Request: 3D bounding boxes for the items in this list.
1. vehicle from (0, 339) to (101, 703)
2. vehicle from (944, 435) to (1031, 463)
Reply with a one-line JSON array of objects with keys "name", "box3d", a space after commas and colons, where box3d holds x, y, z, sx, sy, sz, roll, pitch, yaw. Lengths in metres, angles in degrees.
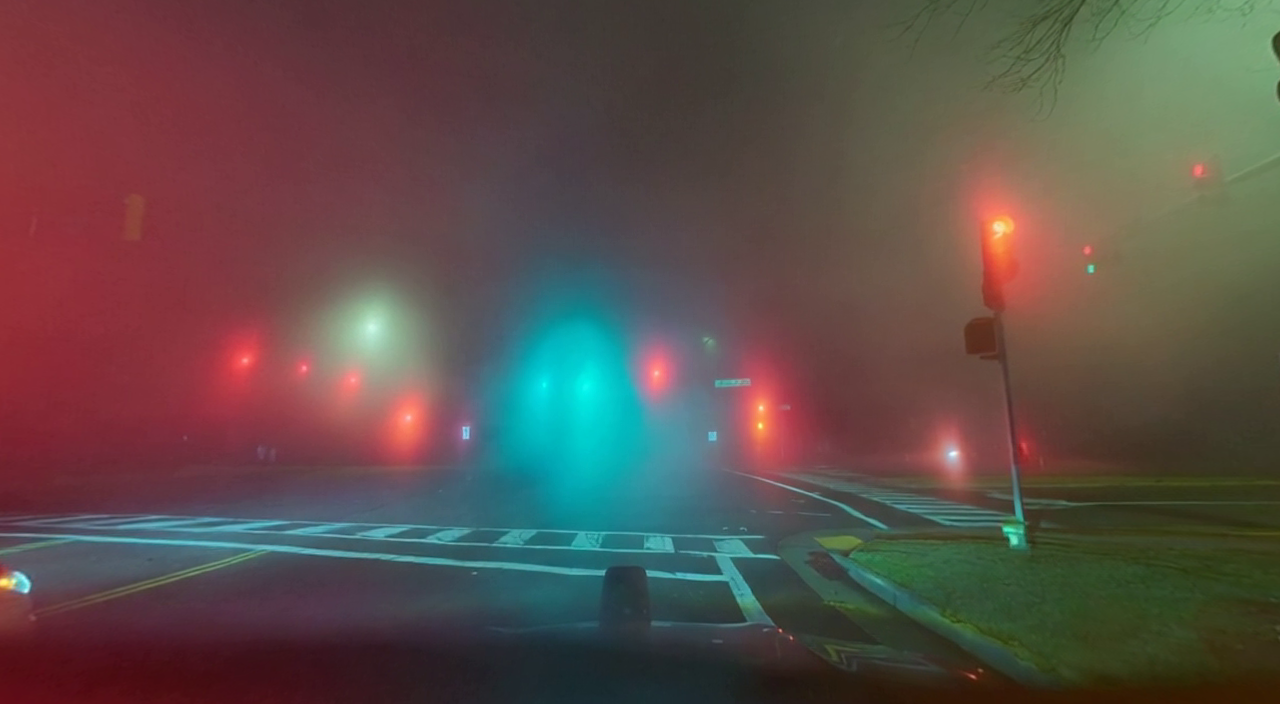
[{"name": "vehicle", "box3d": [-3.264, 0.532, 0.410, 1.954, 1.689, 4.347, 0, -8, 0]}, {"name": "vehicle", "box3d": [18.903, 5.290, 34.480, 3.952, 1.468, 1.768, -4, -9, 22]}]
